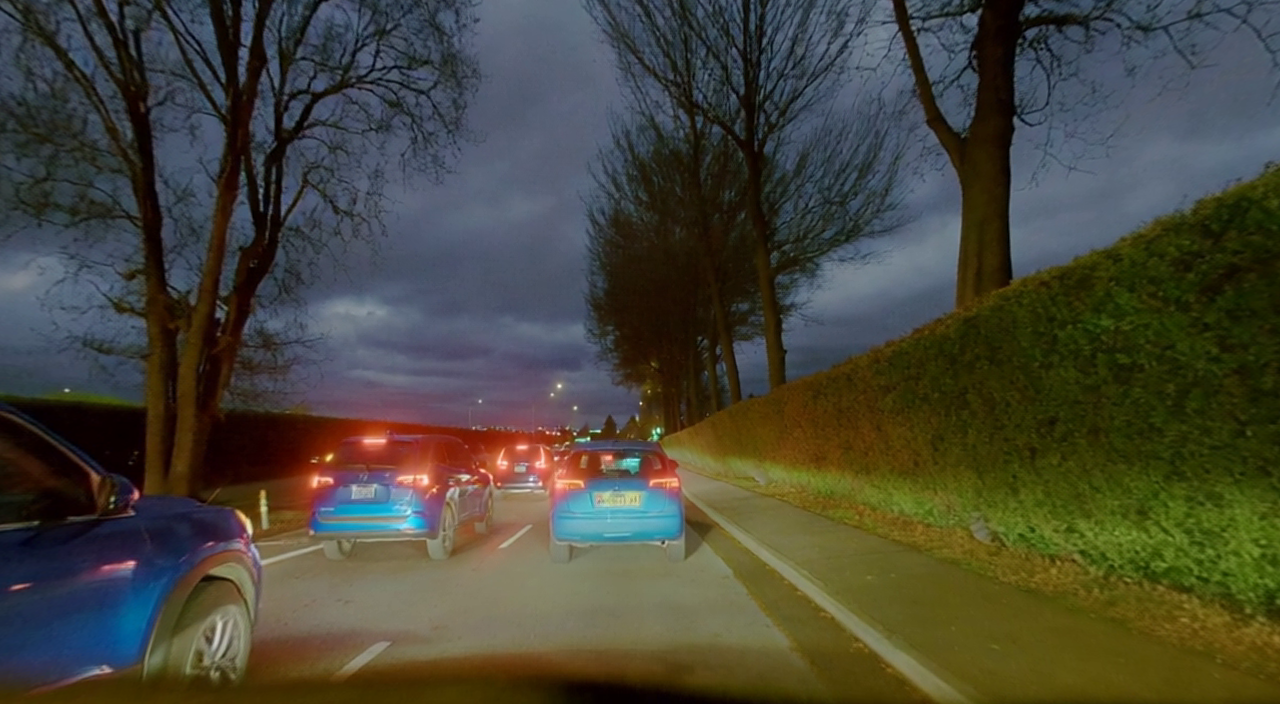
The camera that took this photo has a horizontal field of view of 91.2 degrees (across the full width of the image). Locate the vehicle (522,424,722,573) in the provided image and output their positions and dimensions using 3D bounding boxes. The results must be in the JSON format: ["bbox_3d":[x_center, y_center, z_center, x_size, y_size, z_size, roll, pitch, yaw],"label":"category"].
[{"bbox_3d":[-0.226,1.897,8.849,2.154,1.581,4.007,0,-9,-1],"label":"vehicle"}]

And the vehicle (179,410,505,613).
[{"bbox_3d":[-3.410,1.864,8.334,2.256,1.728,4.421,-6,-8,-2],"label":"vehicle"}]

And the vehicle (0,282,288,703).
[{"bbox_3d":[-3.284,0.678,1.267,2.205,1.913,5.327,-5,-8,-2],"label":"vehicle"}]
